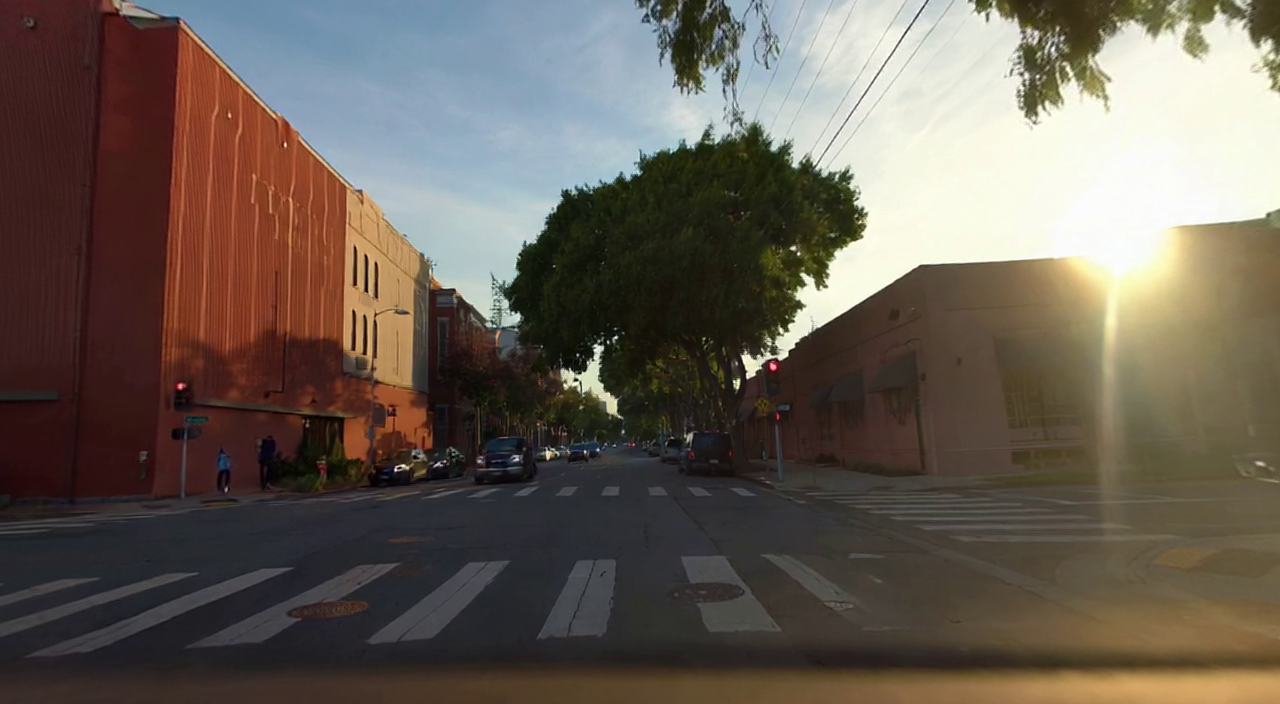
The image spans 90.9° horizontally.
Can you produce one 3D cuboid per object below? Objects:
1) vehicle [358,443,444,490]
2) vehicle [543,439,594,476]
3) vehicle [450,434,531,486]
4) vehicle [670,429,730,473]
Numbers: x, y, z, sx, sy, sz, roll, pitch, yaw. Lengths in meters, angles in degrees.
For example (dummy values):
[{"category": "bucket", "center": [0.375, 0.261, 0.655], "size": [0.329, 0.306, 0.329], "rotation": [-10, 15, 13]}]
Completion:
[{"category": "vehicle", "center": [-9.910, 4.747, 26.588], "size": [2.216, 1.804, 4.526], "rotation": [1, -8, -5]}, {"category": "vehicle", "center": [-3.282, 4.910, 29.535], "size": [2.033, 1.596, 4.142], "rotation": [0, -8, -2]}, {"category": "vehicle", "center": [-5.950, 4.349, 25.737], "size": [2.242, 1.887, 4.924], "rotation": [0, -8, -2]}, {"category": "vehicle", "center": [3.101, 5.313, 34.064], "size": [2.557, 2.188, 5.164], "rotation": [1, -8, -2]}]
